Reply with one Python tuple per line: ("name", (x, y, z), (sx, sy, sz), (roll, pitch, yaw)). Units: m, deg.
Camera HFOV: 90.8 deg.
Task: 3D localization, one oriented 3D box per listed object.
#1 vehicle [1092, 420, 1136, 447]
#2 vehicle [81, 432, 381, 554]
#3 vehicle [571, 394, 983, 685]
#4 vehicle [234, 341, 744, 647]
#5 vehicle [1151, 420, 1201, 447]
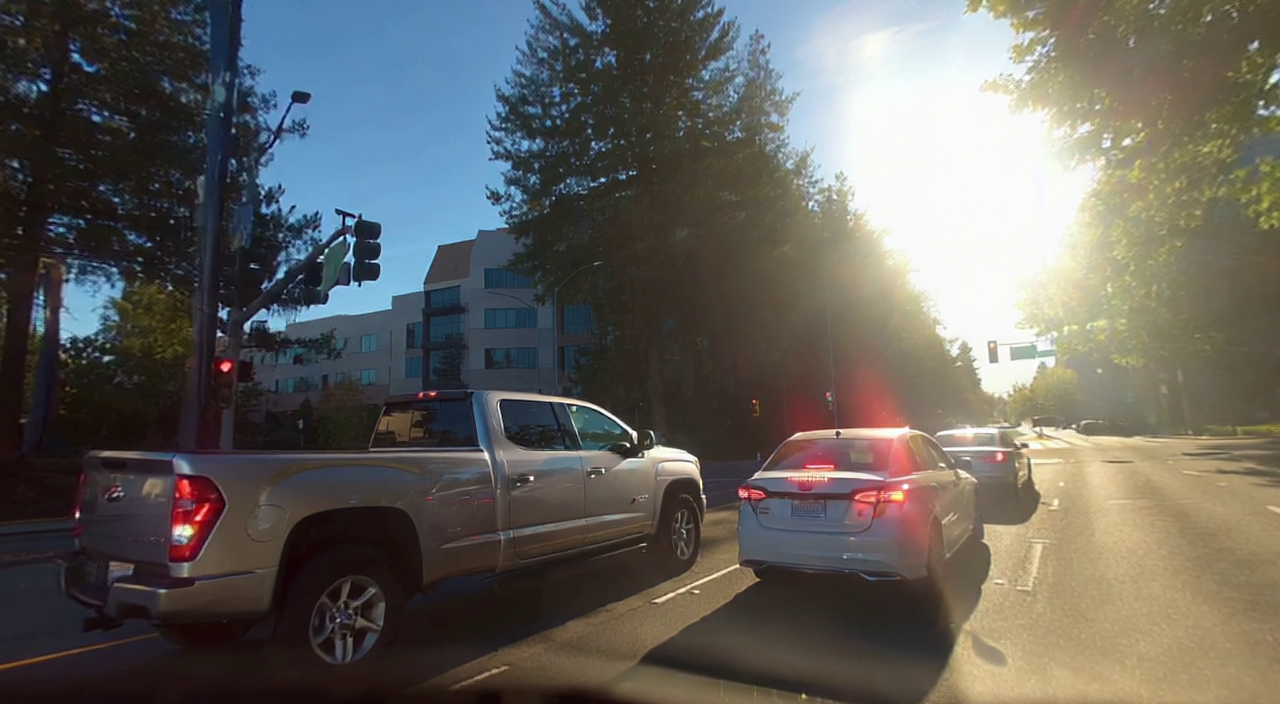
("vehicle", (32.792, 5.677, 43.726), (2.160, 1.790, 4.303), (-6, -10, 35))
("vehicle", (-8.347, 2.797, 13.446), (2.174, 2.057, 4.738), (-6, -10, 33))
("vehicle", (1.718, 1.378, 5.990), (2.027, 1.549, 4.801), (-6, -10, 35))
("vehicle", (-0.877, 1.398, 7.463), (2.272, 2.016, 6.146), (-5, -10, 27))
("vehicle", (35.762, 5.479, 42.194), (2.183, 1.714, 4.491), (-7, -11, 37))
